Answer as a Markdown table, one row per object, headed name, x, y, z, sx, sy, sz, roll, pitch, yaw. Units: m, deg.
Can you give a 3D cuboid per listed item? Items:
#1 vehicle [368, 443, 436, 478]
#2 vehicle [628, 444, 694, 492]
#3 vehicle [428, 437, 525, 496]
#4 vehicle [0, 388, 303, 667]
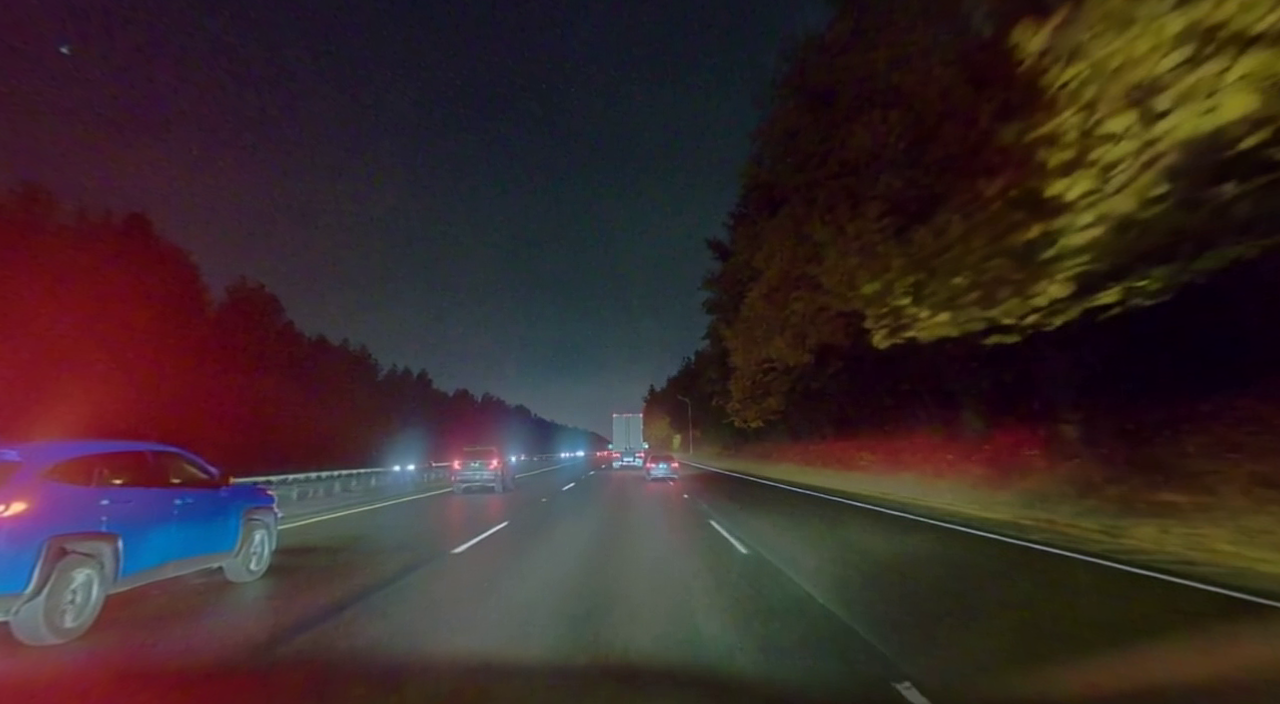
| name | x | y | z | sx | sy | sz | roll | pitch | yaw |
| --- | --- | --- | --- | --- | --- | --- | --- | --- | --- |
| vehicle | -14.031 | 6.406 | 37.262 | 2.108 | 1.901 | 4.970 | 0 | -9 | -1 |
| vehicle | 0.608 | 3.927 | 21.554 | 2.026 | 1.489 | 4.045 | 0 | -9 | -2 |
| vehicle | -5.088 | 3.621 | 20.105 | 2.035 | 1.664 | 4.064 | 0 | -9 | 0 |
| vehicle | -4.951 | 1.276 | 5.120 | 2.100 | 1.671 | 4.105 | 0 | -9 | -1 |
